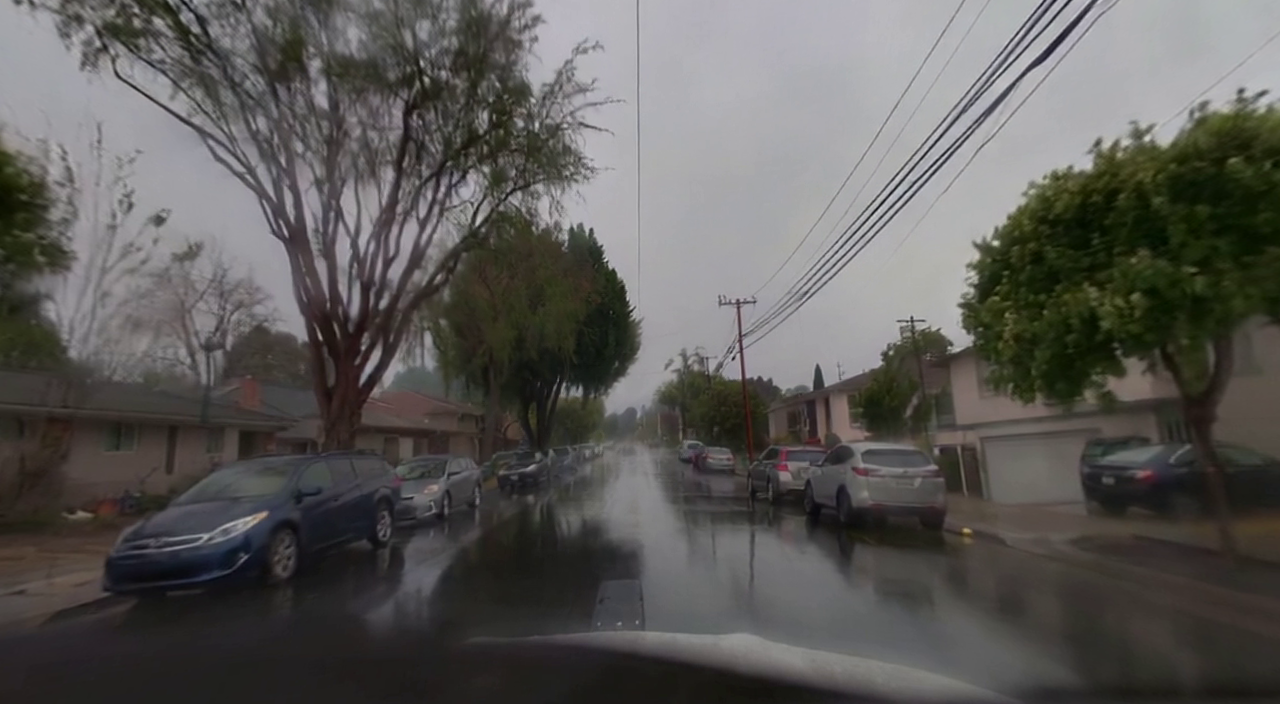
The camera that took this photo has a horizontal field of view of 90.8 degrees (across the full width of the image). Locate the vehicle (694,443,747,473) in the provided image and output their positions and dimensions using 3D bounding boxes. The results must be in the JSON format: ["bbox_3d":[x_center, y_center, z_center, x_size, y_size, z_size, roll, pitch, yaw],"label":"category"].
[{"bbox_3d":[4.255,5.700,34.221,2.174,1.504,4.809,0,-8,0],"label":"vehicle"}]

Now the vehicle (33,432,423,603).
[{"bbox_3d":[-5.188,2.100,9.168,2.360,1.772,4.907,0,-8,-1],"label":"vehicle"}]

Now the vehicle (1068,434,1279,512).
[{"bbox_3d":[12.648,2.716,14.455,4.285,1.641,1.832,0,-8,0],"label":"vehicle"}]

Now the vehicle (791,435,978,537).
[{"bbox_3d":[4.377,2.426,12.150,1.864,1.592,4.221,0,-8,0],"label":"vehicle"}]

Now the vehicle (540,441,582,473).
[{"bbox_3d":[-5.320,7.184,43.561,2.184,1.958,5.757,-1,-8,0],"label":"vehicle"}]

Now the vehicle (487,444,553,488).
[{"bbox_3d":[-5.118,4.917,27.628,2.032,1.716,4.382,0,-8,0],"label":"vehicle"}]
